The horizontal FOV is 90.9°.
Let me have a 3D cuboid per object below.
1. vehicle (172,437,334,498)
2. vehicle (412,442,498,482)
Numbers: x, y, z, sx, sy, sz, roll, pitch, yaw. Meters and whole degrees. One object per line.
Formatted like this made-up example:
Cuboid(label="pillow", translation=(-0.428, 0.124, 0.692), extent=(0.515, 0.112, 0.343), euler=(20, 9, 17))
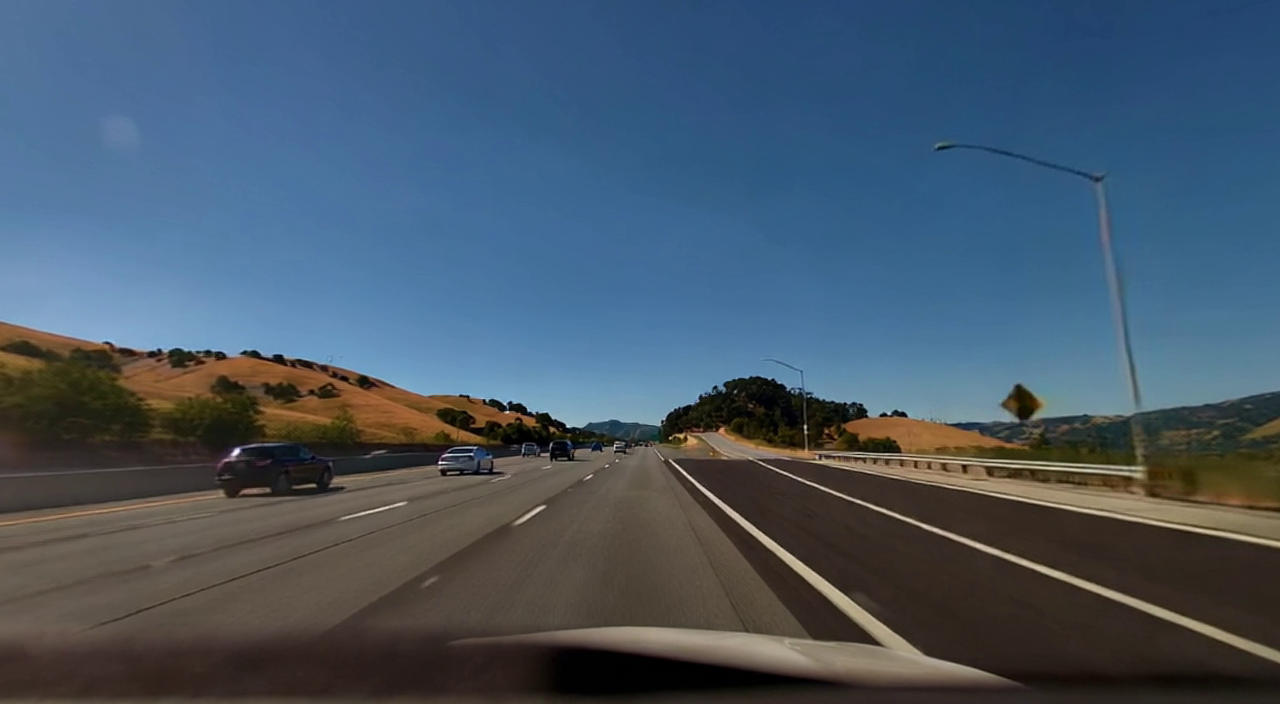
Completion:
Cuboid(label="vehicle", translation=(-11.686, 3.506, 19.535), extent=(2.020, 1.645, 4.629), euler=(0, -9, 1))
Cuboid(label="vehicle", translation=(-7.533, 4.522, 26.194), extent=(2.107, 1.484, 4.449), euler=(0, -9, 1))
